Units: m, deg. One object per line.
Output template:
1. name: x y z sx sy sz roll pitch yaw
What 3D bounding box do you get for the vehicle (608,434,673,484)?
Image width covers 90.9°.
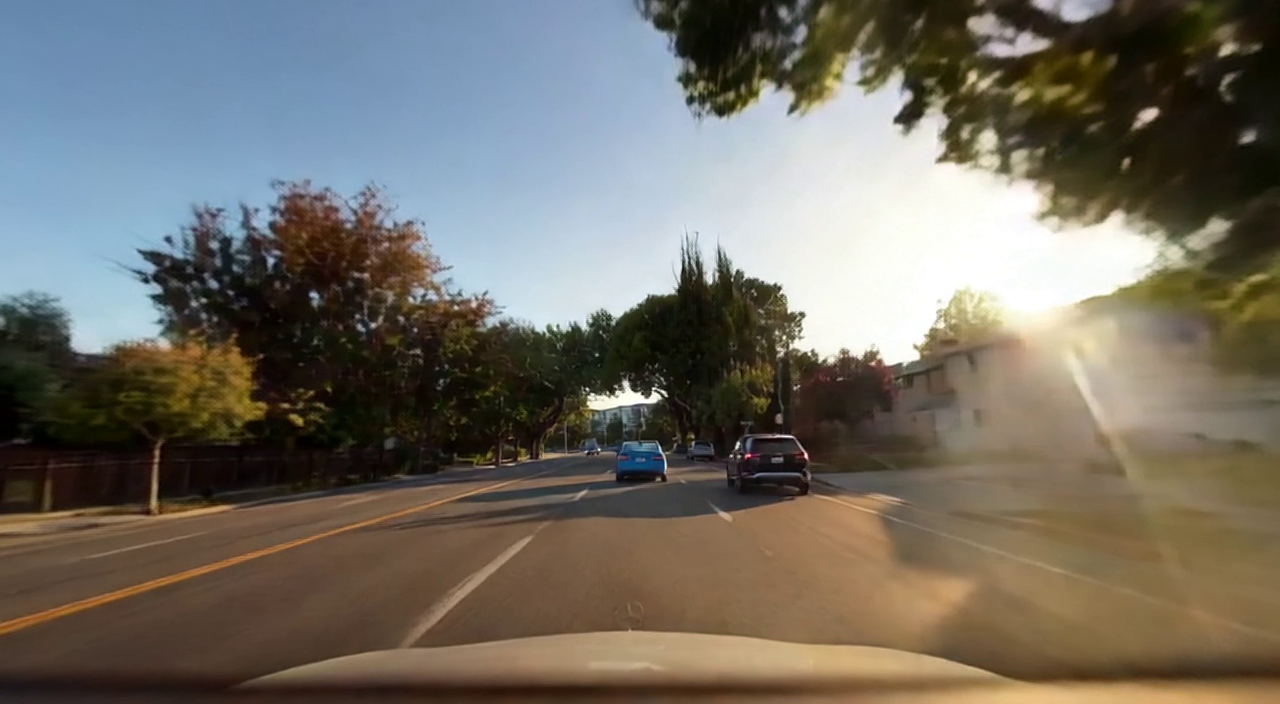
1. vehicle: 0.028 3.929 23.353 2.200 1.653 4.127 0 -8 0

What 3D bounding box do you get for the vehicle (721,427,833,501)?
1. vehicle: 3.558 3.002 17.297 2.024 1.711 4.512 0 -8 0

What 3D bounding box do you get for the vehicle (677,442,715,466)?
1. vehicle: 3.672 6.776 42.058 2.099 1.463 4.130 0 -8 -1
